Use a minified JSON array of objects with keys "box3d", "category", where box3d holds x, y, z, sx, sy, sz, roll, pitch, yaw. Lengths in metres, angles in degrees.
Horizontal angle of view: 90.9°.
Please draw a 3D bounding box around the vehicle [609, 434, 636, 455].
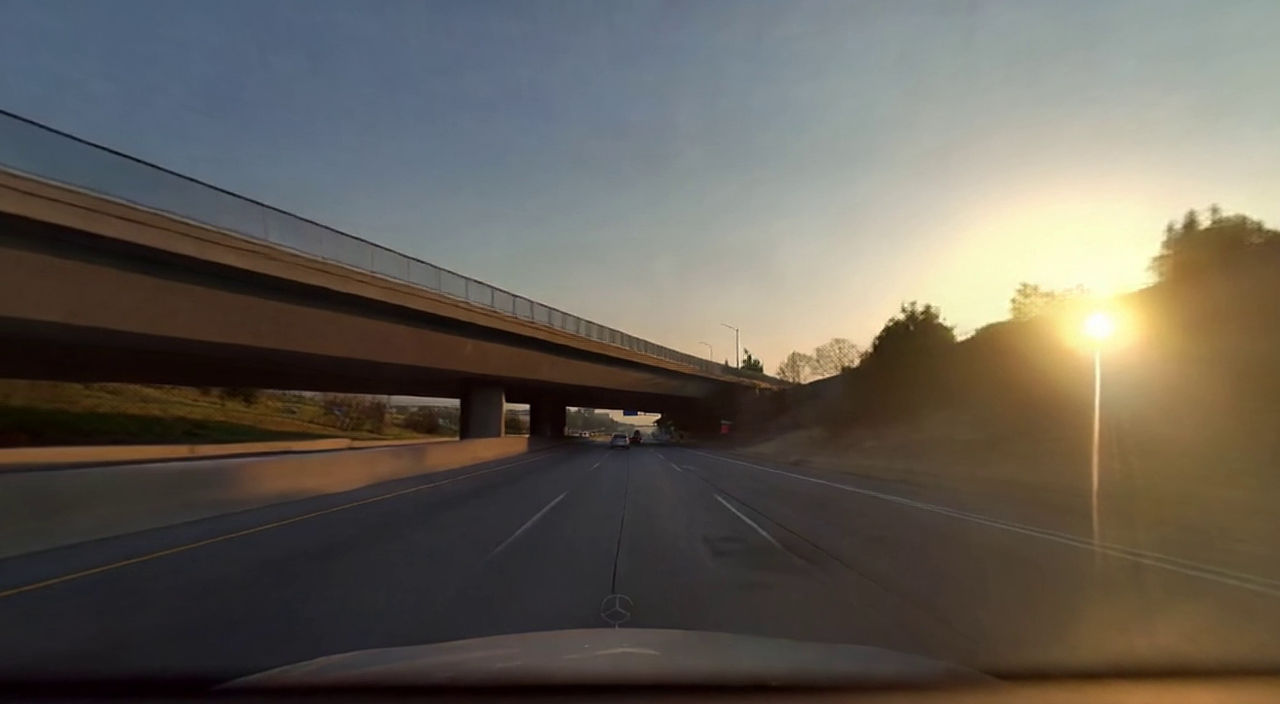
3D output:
[{"box3d":[-1.335,7.089,48.628,1.993,1.519,4.046,0,-8,-1],"category":"vehicle"}]
